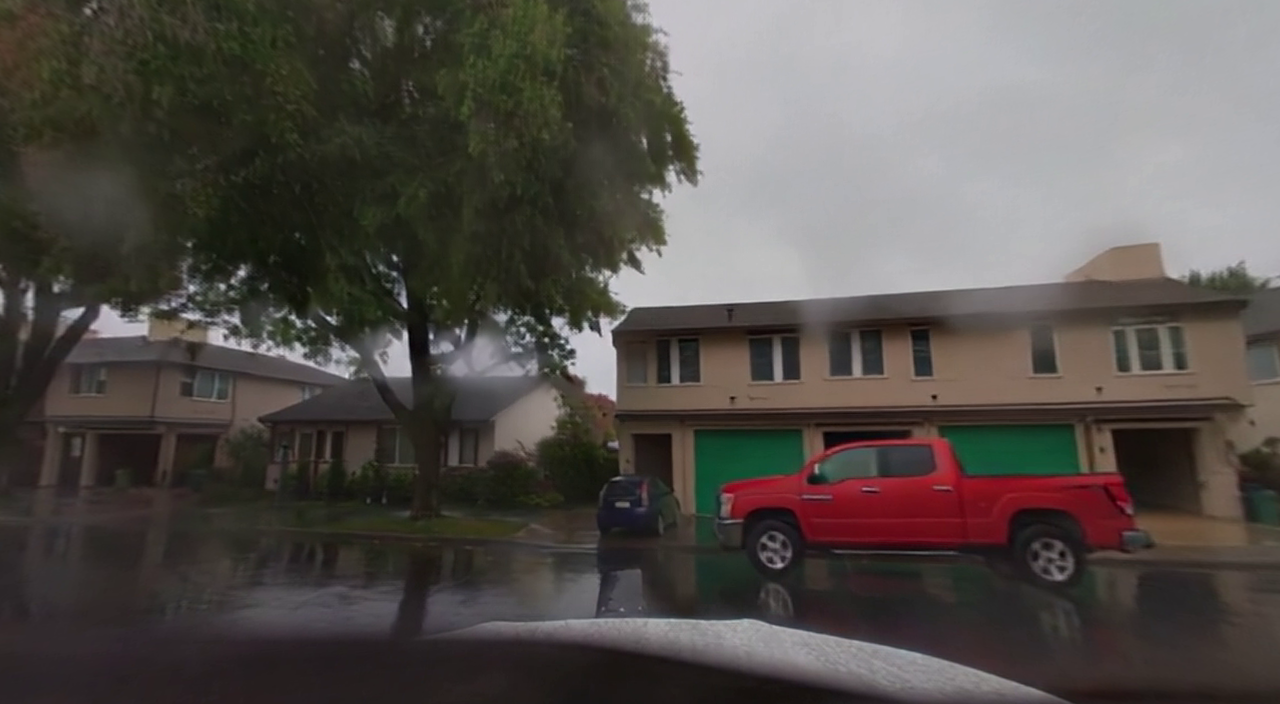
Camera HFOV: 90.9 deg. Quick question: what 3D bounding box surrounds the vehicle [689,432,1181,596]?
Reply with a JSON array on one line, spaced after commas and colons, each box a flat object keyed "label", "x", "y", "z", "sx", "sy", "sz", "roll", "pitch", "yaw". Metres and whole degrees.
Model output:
[{"label": "vehicle", "x": 3.660, "y": 2.108, "z": 8.972, "sx": 5.600, "sy": 1.835, "sz": 2.161, "roll": -2, "pitch": -9, "yaw": 14}]

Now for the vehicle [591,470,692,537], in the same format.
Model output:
[{"label": "vehicle", "x": 0.152, "y": 4.294, "z": 18.260, "sx": 1.869, "sy": 1.460, "sz": 3.826, "roll": -5, "pitch": -9, "yaw": 15}]

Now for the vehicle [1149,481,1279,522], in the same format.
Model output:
[{"label": "vehicle", "x": 23.637, "y": 6.099, "z": 25.820, "sx": 3.897, "sy": 1.416, "sz": 1.703, "roll": -2, "pitch": -9, "yaw": 14}]
